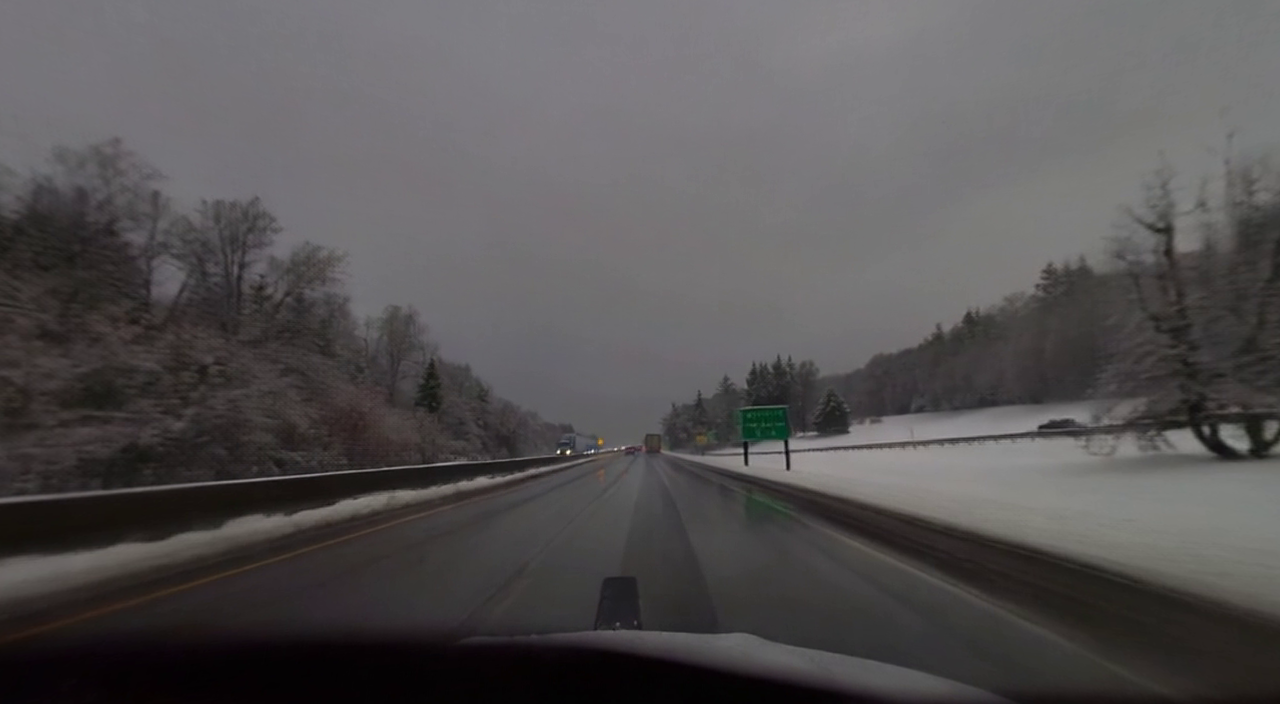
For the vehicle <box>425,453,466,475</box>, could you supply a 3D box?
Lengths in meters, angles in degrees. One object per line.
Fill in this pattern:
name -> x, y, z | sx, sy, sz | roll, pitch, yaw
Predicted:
vehicle -> -14.769, 8.507, 47.793 | 1.808, 1.507, 3.965 | -1, -9, 1
